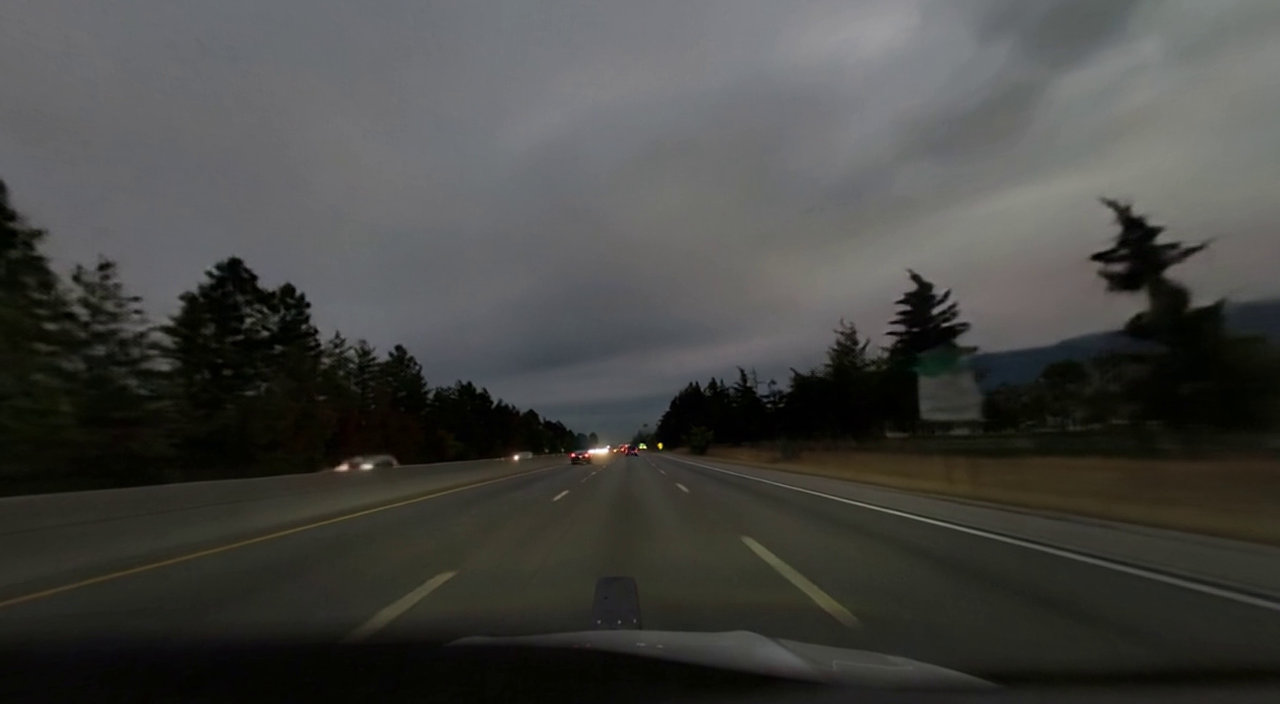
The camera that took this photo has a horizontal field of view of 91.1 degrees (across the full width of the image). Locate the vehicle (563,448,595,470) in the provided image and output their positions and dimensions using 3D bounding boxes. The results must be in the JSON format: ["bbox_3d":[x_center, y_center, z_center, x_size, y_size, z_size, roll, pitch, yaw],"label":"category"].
[{"bbox_3d":[-4.372,7.716,45.692,1.970,1.492,3.944,0,-9,0],"label":"vehicle"}]
